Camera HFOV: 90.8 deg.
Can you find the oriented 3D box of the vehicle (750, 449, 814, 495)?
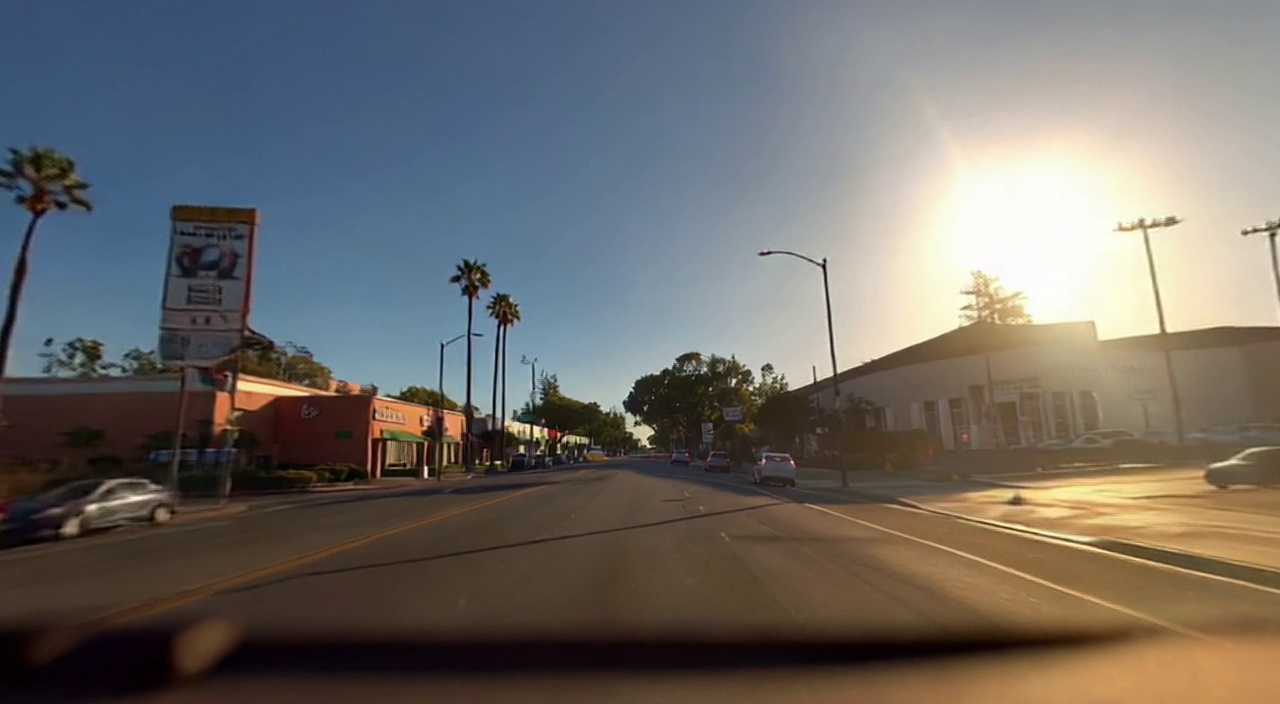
[{"bbox_3d":[5.190,4.392,23.545,2.067,1.477,4.653,-2,-9,10],"label":"vehicle"}]

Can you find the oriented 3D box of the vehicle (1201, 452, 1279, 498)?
[{"bbox_3d":[23.830,4.583,23.542,1.827,1.492,4.154,-1,-16,-1],"label":"vehicle"}]

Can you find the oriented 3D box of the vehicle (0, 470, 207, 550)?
[{"bbox_3d":[-12.802,3.664,15.202,1.791,1.446,4.368,0,-8,-2],"label":"vehicle"}]
